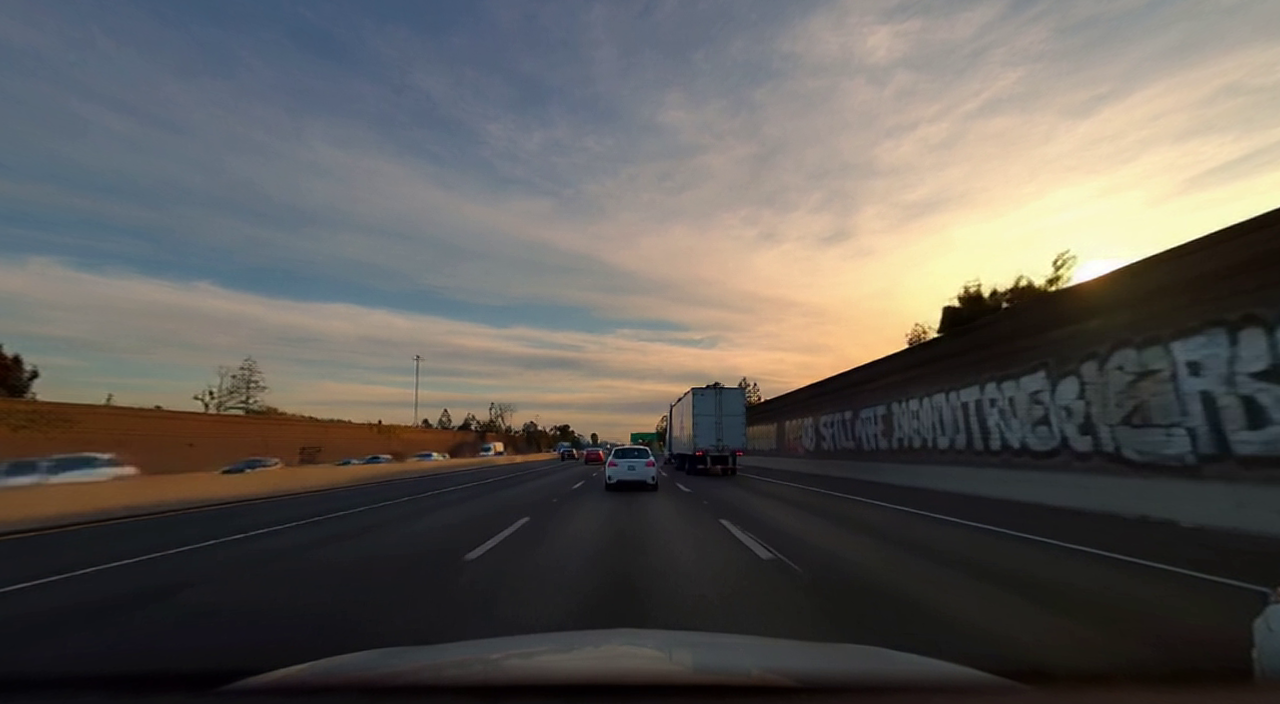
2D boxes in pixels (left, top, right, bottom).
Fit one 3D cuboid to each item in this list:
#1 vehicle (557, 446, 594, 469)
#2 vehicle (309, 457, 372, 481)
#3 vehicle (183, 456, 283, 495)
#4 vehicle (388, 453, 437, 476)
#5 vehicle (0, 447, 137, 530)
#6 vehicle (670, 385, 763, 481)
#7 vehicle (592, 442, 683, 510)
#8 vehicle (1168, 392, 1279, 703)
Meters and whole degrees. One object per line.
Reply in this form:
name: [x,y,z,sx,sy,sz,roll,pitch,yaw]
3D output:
vehicle: [-4.355,7.204,42.991,2.067,1.481,4.085,-1,-9,1]
vehicle: [-21.013,8.211,44.346,2.070,1.453,4.840,0,-9,-1]
vehicle: [-17.200,5.222,26.811,1.704,1.435,3.861,0,-8,0]
vehicle: [-15.658,7.760,43.493,1.908,1.458,4.057,0,-9,-1]
vehicle: [-12.469,2.580,12.079,1.927,1.477,4.508,0,-9,-1]
vehicle: [3.560,4.467,33.677,2.902,4.014,14.446,0,-9,-1]
vehicle: [-0.114,3.092,16.175,2.033,1.468,4.015,0,-9,-1]
vehicle: [3.424,0.602,0.406,1.996,1.497,4.754,0,-9,-1]
